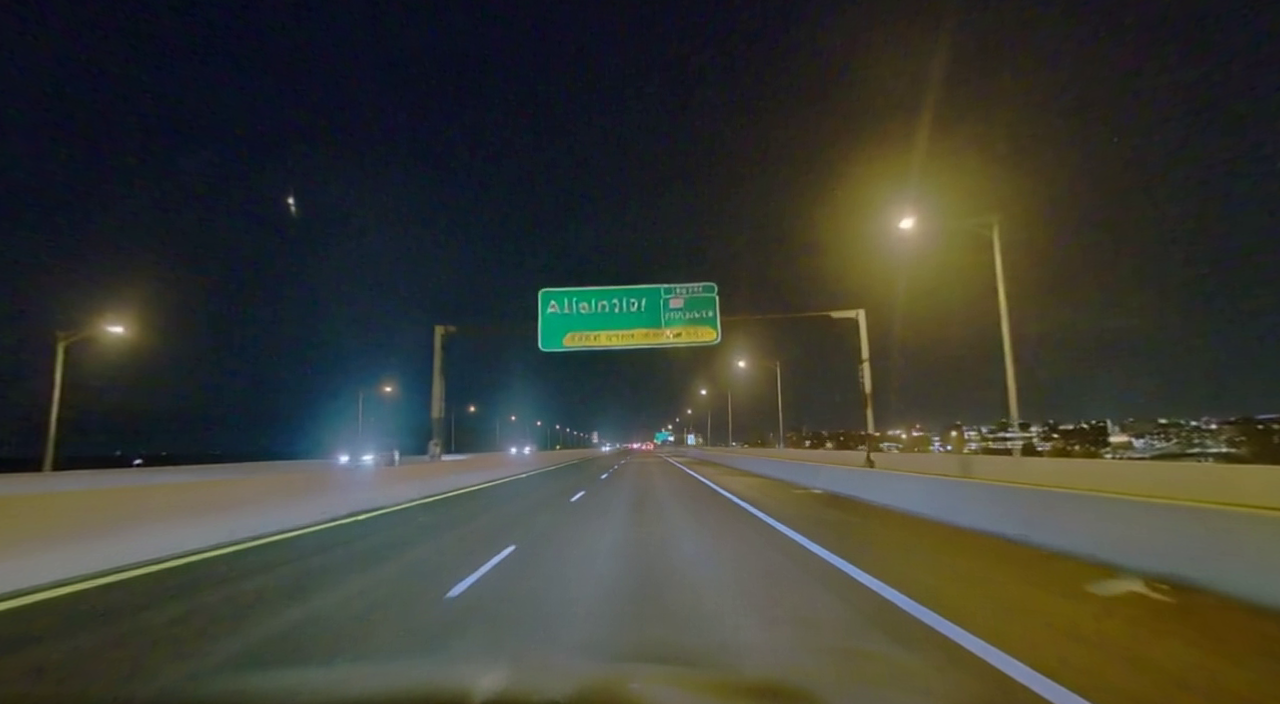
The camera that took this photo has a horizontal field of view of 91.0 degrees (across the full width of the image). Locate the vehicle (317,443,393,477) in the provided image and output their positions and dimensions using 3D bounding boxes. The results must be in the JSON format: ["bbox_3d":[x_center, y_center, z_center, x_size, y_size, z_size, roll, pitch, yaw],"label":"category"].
[{"bbox_3d":[-16.242,6.143,36.160,1.989,1.819,4.938,0,-8,1],"label":"vehicle"}]
